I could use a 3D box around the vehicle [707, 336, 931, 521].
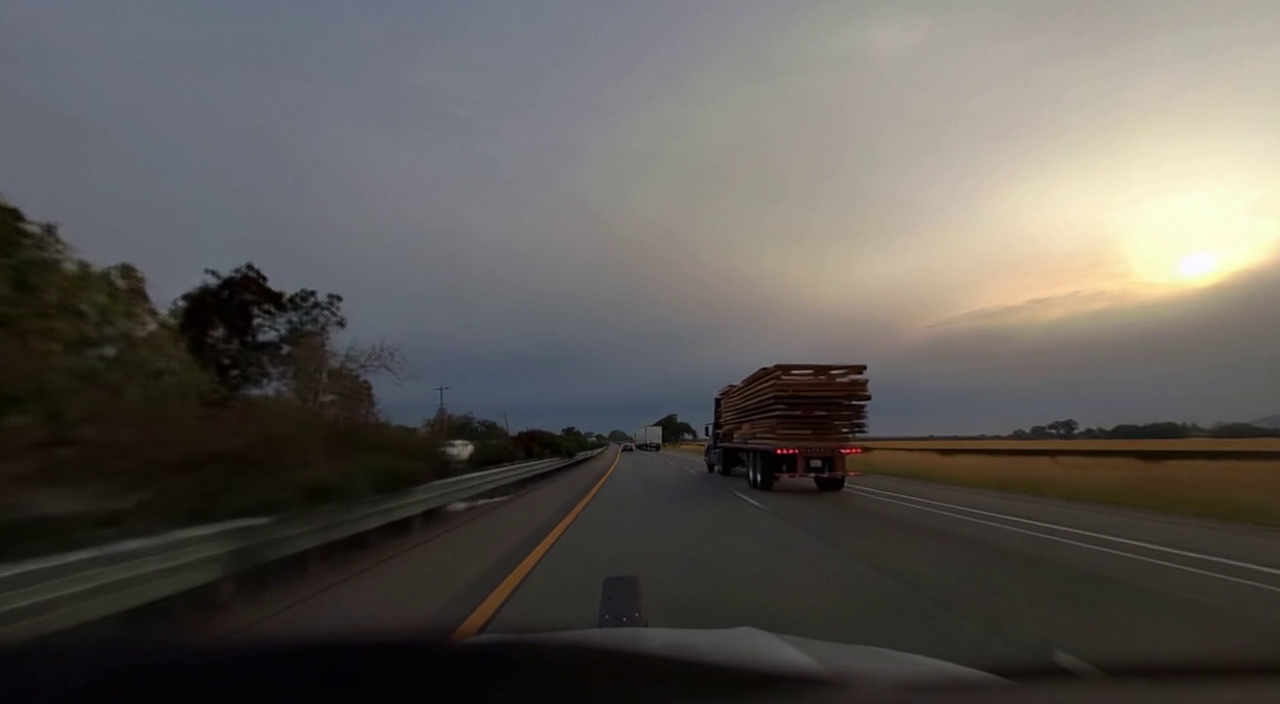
[{"bbox_3d":[4.793,2.784,22.226,3.023,4.054,16.882,0,-8,0],"label":"vehicle"}]
